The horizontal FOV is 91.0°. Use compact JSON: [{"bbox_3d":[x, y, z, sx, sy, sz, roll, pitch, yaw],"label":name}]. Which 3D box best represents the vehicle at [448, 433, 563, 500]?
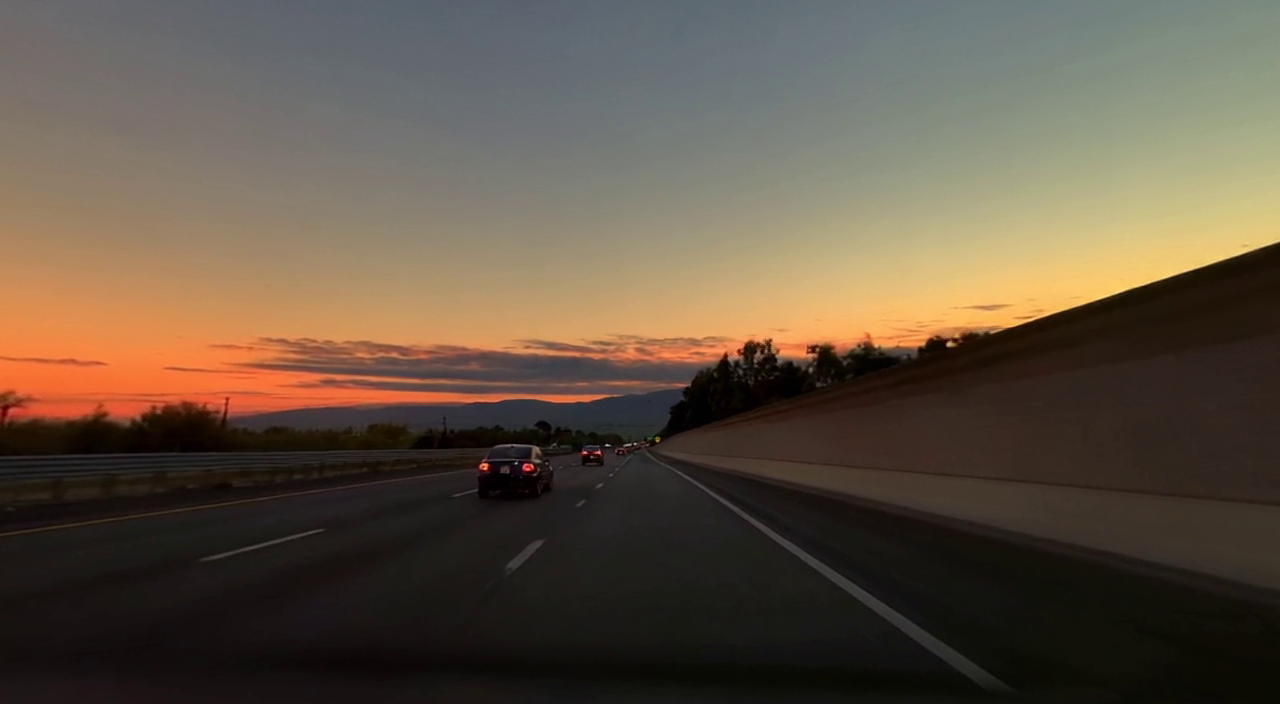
[{"bbox_3d":[-3.457,3.045,17.110,2.195,1.573,4.176,0,-9,0],"label":"vehicle"}]

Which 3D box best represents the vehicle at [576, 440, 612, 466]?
[{"bbox_3d":[-3.094,6.977,43.496,2.133,1.683,4.340,0,-9,1],"label":"vehicle"}]
